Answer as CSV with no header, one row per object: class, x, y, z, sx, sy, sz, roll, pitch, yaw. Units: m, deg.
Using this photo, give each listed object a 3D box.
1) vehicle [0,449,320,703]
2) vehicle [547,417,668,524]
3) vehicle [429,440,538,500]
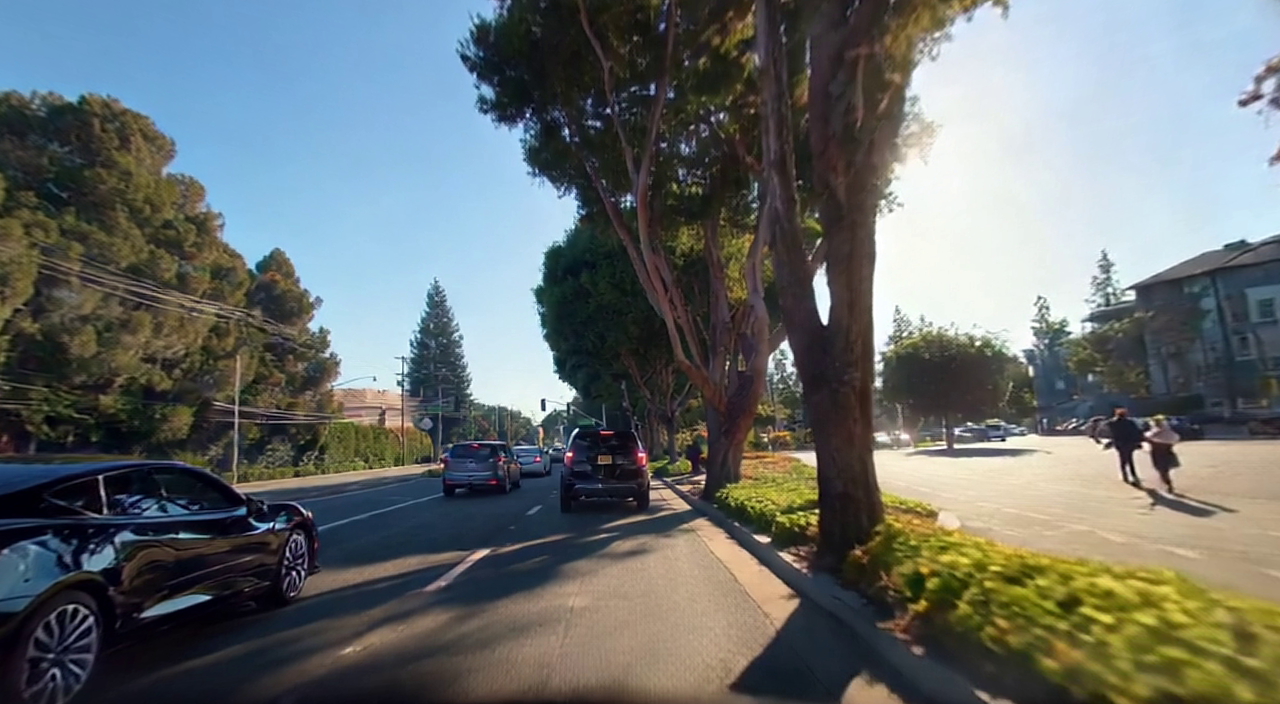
vehicle,-3.754,1.188,3.301,1.865,1.314,4.461,0,-8,0
vehicle,-0.596,2.272,12.605,2.012,1.769,3.897,0,-8,-2
vehicle,-4.317,3.325,18.273,2.087,1.485,4.452,0,-8,-1
